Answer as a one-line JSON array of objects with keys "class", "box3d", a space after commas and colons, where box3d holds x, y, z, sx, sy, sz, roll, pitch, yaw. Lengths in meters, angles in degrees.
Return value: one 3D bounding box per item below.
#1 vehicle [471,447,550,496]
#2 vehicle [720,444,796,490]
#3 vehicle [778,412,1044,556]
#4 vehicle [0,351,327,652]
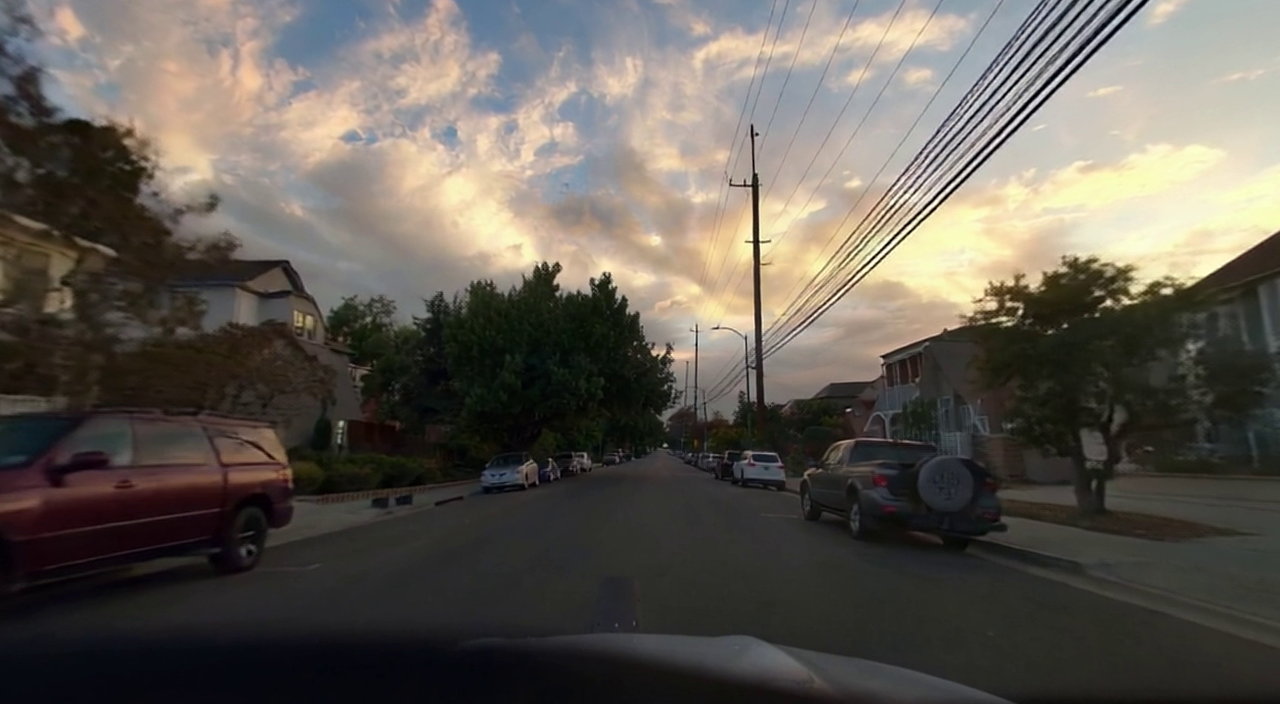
[{"class": "vehicle", "box3d": [-4.831, 4.492, 24.232, 1.971, 1.648, 4.638, 0, -9, 1]}, {"class": "vehicle", "box3d": [5.353, 5.306, 29.635, 2.462, 1.894, 6.076, 0, -9, 0]}, {"class": "vehicle", "box3d": [4.597, 2.361, 12.162, 2.547, 2.075, 5.693, 0, -9, 0]}, {"class": "vehicle", "box3d": [-5.325, 1.329, 5.850, 2.194, 1.995, 4.814, -3, -10, 3]}]
